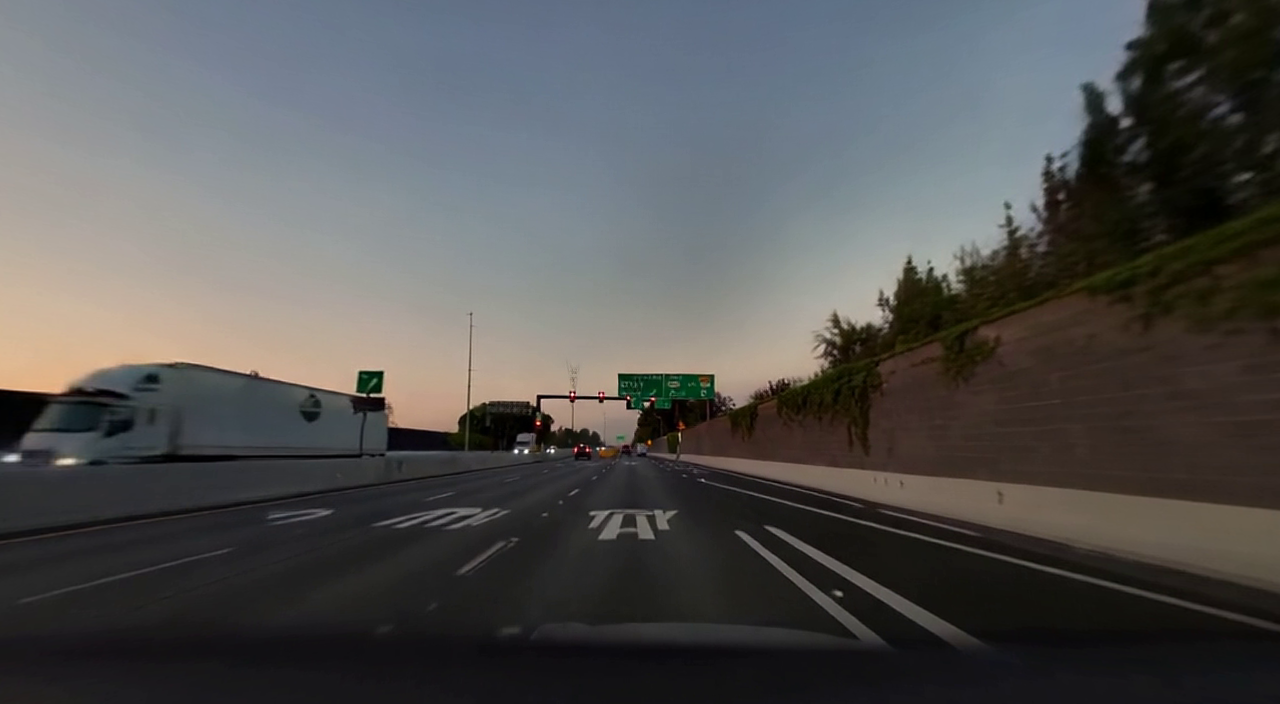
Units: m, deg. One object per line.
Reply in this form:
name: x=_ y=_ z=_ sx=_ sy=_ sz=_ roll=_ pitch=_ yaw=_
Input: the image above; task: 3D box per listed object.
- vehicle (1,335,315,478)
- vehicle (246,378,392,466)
vehicle: x=-15.611 y=2.236 z=22.209 sx=2.962 sy=3.855 sz=10.399 roll=0 pitch=-9 yaw=-1
vehicle: x=-15.610 y=3.670 z=31.683 sx=2.883 sy=3.846 sz=8.312 roll=0 pitch=-9 yaw=0
